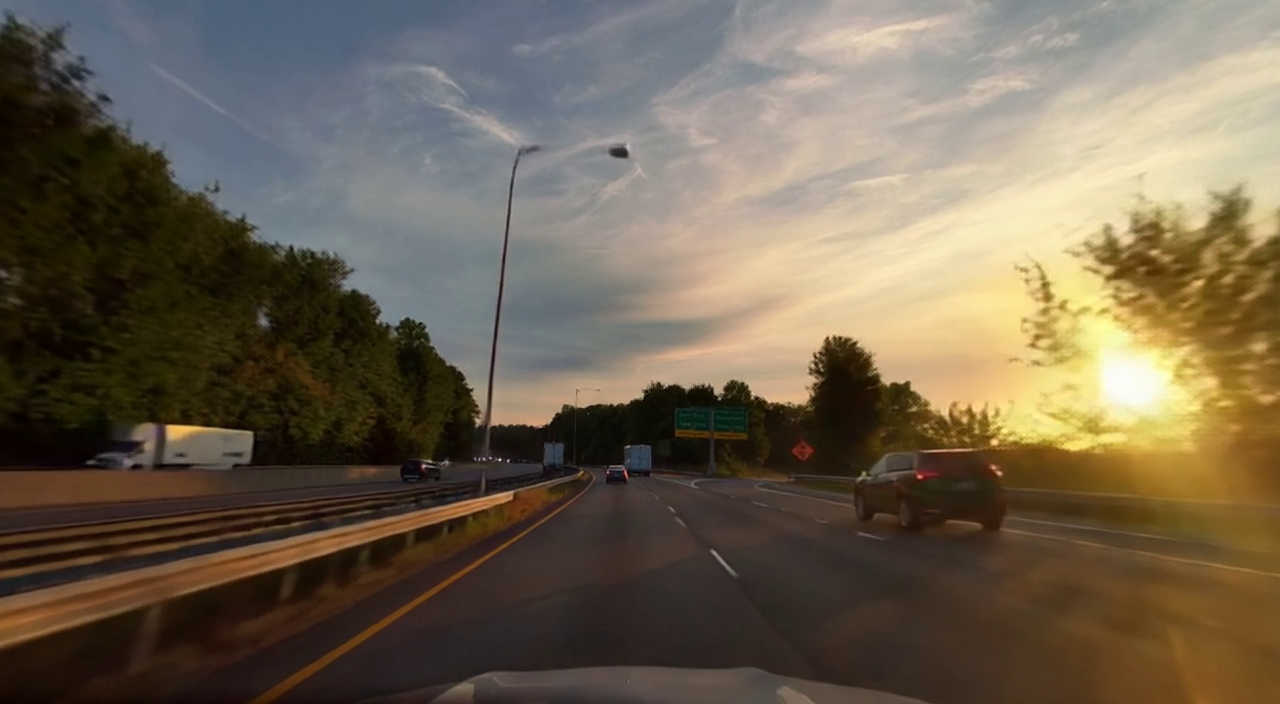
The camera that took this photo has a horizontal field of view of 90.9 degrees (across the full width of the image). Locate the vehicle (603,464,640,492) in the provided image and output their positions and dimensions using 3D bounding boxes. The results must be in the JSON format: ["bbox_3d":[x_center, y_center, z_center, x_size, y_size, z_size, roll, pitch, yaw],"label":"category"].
[{"bbox_3d":[-1.091,7.235,36.346,1.987,1.467,3.903,1,-10,-2],"label":"vehicle"}]

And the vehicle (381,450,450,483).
[{"bbox_3d":[-11.955,6.166,33.938,1.952,1.618,4.859,1,-10,-1],"label":"vehicle"}]

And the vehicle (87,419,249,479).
[{"bbox_3d":[-33.330,7.180,45.495,2.954,3.720,11.544,1,-11,-1],"label":"vehicle"}]

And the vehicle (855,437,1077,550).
[{"bbox_3d":[6.134,2.738,12.689,1.998,1.776,4.663,1,-10,0],"label":"vehicle"}]
